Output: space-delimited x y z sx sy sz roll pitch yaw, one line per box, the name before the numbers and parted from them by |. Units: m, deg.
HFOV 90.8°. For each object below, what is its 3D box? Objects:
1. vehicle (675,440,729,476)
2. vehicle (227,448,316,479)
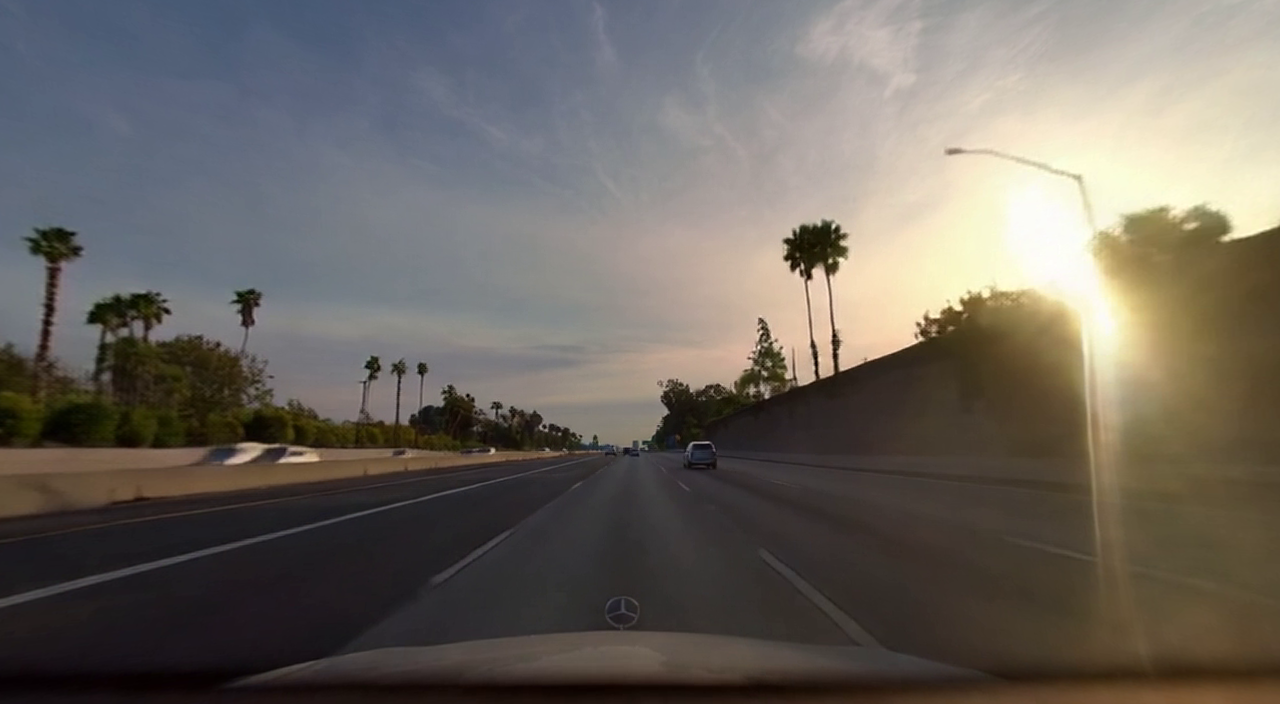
vehicle | 3.029 5.299 31.907 2.130 1.677 4.317 0 -9 -2
vehicle | -19.681 5.965 34.029 1.942 1.518 4.650 0 -9 0
